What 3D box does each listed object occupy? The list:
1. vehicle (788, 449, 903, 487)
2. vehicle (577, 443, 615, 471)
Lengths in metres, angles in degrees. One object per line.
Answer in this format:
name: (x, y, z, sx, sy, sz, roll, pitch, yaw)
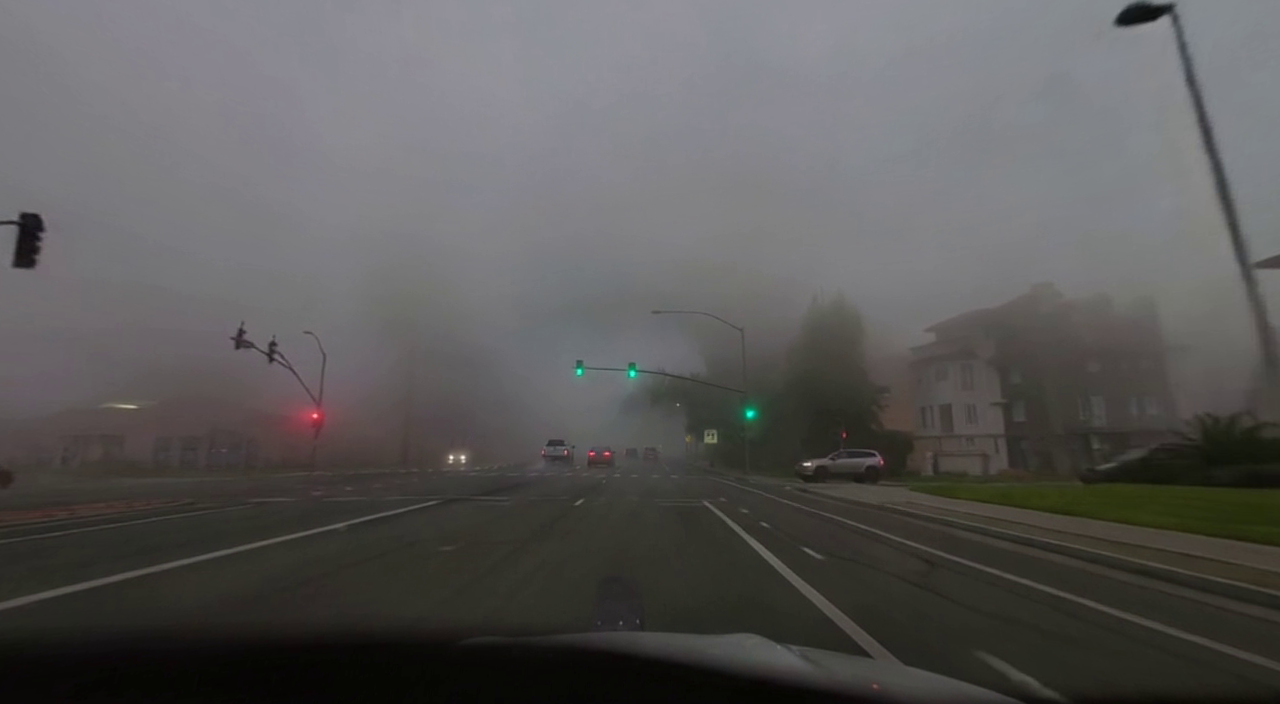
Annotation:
vehicle: (8.783, 5.006, 27.317, 4.509, 1.520, 1.952, -1, -9, 11)
vehicle: (-2.932, 7.212, 43.386, 2.116, 1.806, 4.516, 0, -9, 2)
